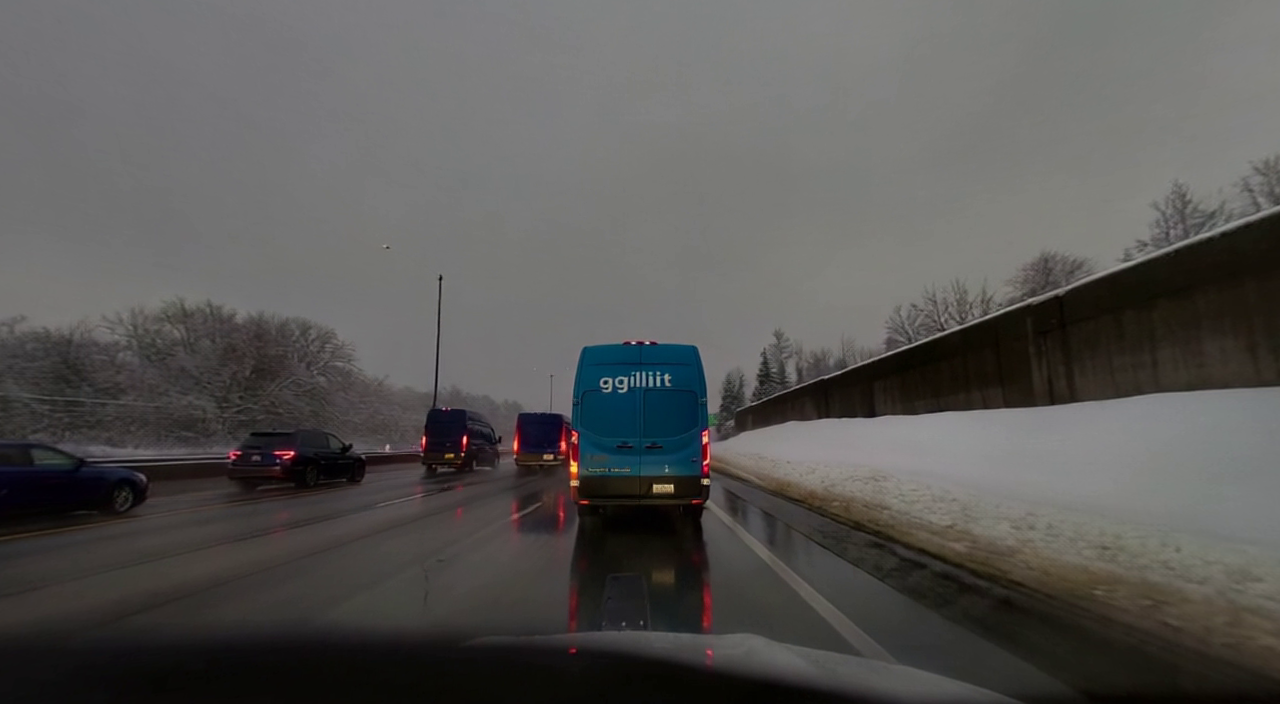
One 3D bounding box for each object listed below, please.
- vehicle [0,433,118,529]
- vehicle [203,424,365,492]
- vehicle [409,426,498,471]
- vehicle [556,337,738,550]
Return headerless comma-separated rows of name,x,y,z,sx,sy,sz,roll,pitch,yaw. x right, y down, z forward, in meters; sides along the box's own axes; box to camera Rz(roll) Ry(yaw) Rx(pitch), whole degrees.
vehicle,-11.136,2.043,9.964,1.839,1.524,4.449,0,-8,2
vehicle,-10.832,3.275,19.742,2.061,1.846,4.852,0,-8,3
vehicle,-9.775,5.140,33.727,2.566,2.158,5.957,-1,-8,4
vehicle,0.157,1.631,11.376,2.316,2.738,6.398,0,-8,1
